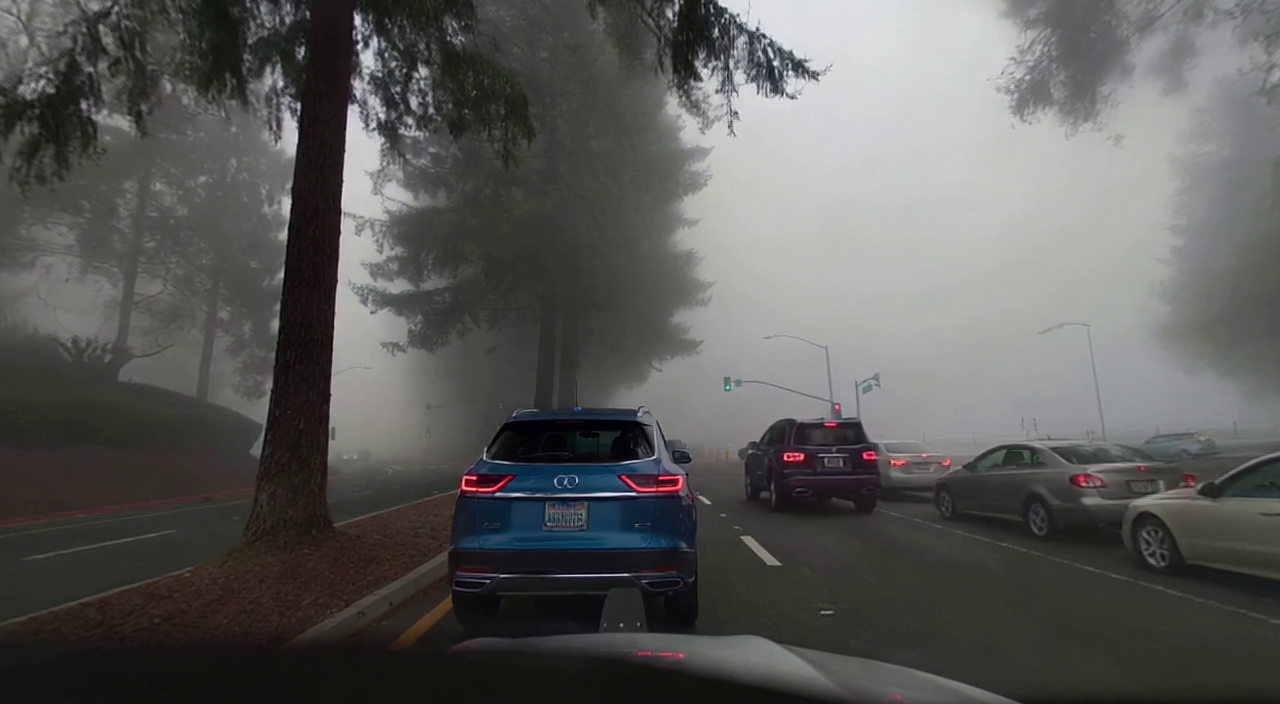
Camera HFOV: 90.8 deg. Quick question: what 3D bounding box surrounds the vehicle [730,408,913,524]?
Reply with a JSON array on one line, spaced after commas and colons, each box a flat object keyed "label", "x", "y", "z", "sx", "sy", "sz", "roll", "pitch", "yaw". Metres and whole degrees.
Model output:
[{"label": "vehicle", "x": 3.364, "y": 2.258, "z": 12.980, "sx": 2.200, "sy": 1.909, "sz": 4.853, "roll": 0, "pitch": -9, "yaw": -1}]

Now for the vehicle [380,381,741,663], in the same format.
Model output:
[{"label": "vehicle", "x": -0.429, "y": 1.351, "z": 6.073, "sx": 2.201, "sy": 1.709, "sz": 4.271, "roll": 0, "pitch": -9, "yaw": 2}]

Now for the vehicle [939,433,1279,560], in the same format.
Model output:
[{"label": "vehicle", "x": 6.602, "y": 2.011, "z": 9.605, "sx": 1.894, "sy": 1.445, "sz": 4.565, "roll": 0, "pitch": -9, "yaw": 0}]
